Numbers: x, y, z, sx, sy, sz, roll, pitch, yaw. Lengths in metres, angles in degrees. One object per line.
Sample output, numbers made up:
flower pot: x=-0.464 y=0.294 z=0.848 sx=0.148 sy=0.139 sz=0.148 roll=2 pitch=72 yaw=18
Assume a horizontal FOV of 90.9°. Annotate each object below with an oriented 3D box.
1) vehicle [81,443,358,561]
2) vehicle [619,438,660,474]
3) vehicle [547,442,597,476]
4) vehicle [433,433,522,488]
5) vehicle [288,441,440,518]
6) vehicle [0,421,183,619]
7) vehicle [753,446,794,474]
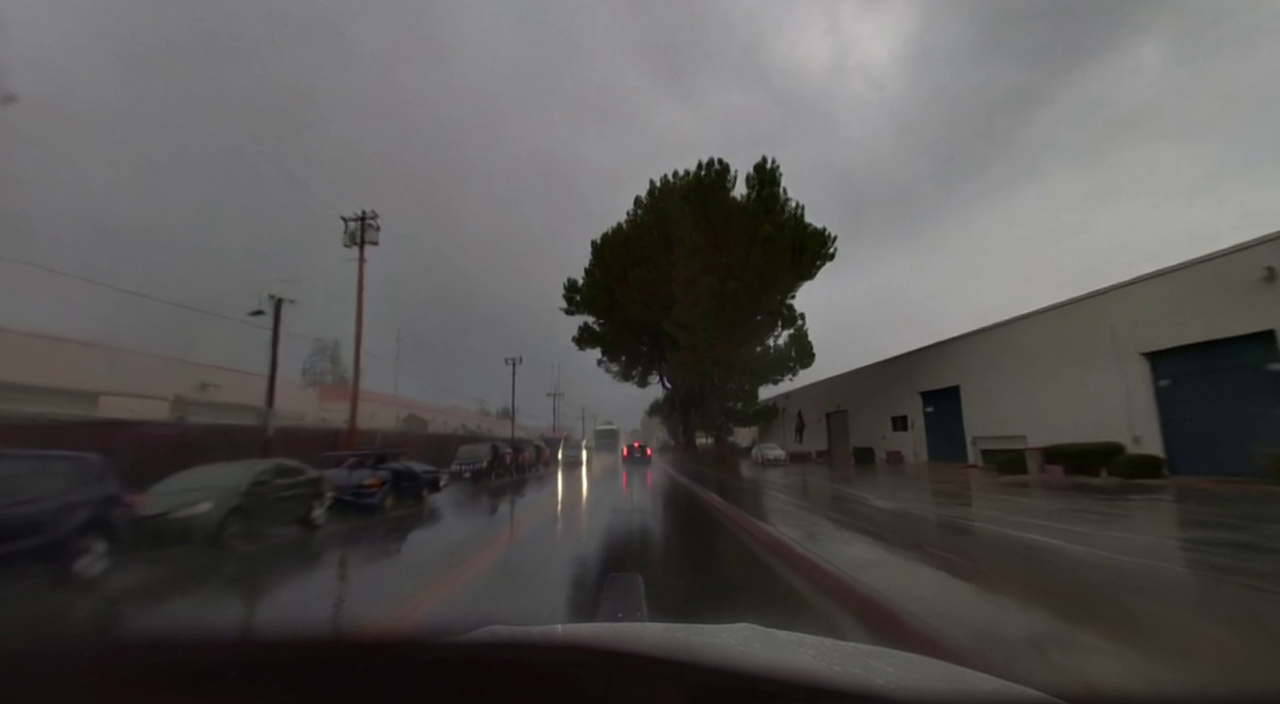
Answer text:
vehicle: x=-6.311 y=2.224 z=10.146 sx=1.768 sy=1.489 sz=3.945 roll=0 pitch=-8 yaw=-1
vehicle: x=-0.004 y=5.837 z=35.600 sx=2.152 sy=1.874 sz=4.042 roll=0 pitch=-8 yaw=1
vehicle: x=-3.610 y=5.768 z=34.223 sx=2.157 sy=1.703 sz=4.310 roll=0 pitch=-8 yaw=1
vehicle: x=-6.412 y=4.396 z=25.604 sx=2.139 sy=1.943 sz=5.295 roll=-1 pitch=-10 yaw=1
vehicle: x=-6.373 y=2.941 z=15.151 sx=1.799 sy=1.579 sz=4.048 roll=0 pitch=-8 yaw=0
vehicle: x=-6.326 y=1.393 z=5.199 sx=1.926 sy=1.647 sz=4.185 roll=0 pitch=-8 yaw=0
vehicle: x=8.332 y=6.769 z=39.661 sx=1.874 sy=1.669 sz=4.083 roll=0 pitch=-9 yaw=3
